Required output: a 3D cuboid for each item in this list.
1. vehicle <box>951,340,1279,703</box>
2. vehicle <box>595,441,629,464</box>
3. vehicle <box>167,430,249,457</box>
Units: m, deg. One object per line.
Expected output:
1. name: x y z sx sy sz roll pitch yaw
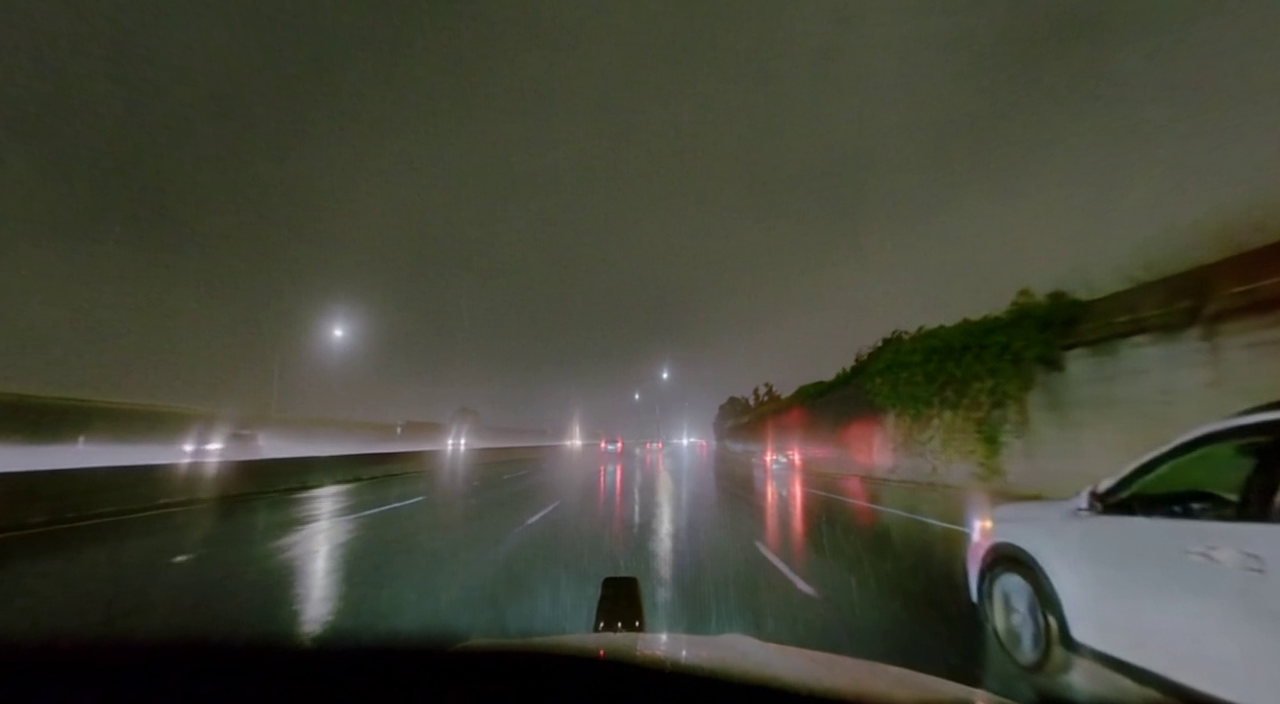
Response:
1. vehicle: 3.468 0.857 2.642 2.090 1.715 4.228 0 -8 -1
2. vehicle: -1.999 7.364 46.388 2.088 1.565 4.410 -1 -8 3
3. vehicle: -25.733 5.478 37.701 1.793 1.480 4.260 0 -8 2
